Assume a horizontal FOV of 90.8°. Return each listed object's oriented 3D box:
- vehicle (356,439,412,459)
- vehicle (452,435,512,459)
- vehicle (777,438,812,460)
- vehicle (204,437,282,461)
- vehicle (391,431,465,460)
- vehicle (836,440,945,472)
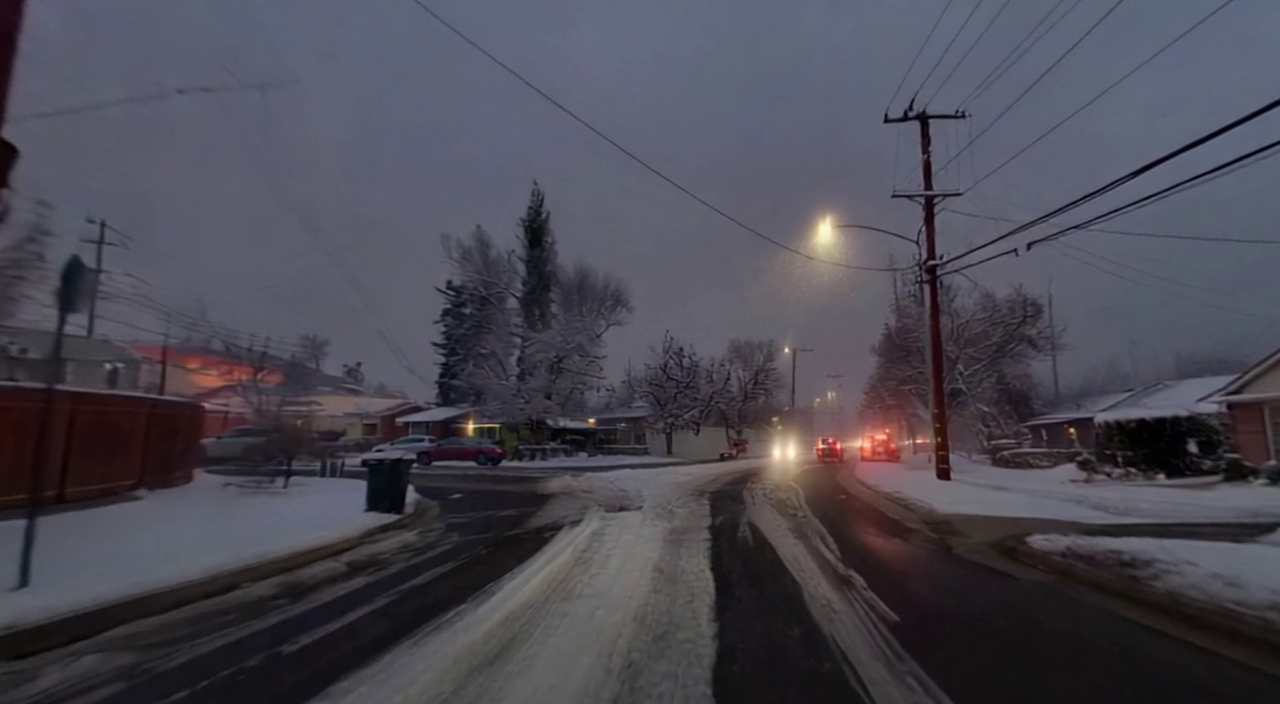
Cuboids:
[{"bbox_3d":[-19.700,7.504,48.777,1.770,1.445,3.717,-4,-9,23],"label":"vehicle"},{"bbox_3d":[-11.935,7.216,47.959,1.902,1.723,4.410,-4,-10,27],"label":"vehicle"},{"bbox_3d":[12.039,7.529,49.061,1.955,1.632,3.688,-4,-9,24],"label":"vehicle"},{"bbox_3d":[-31.011,7.589,49.552,2.035,1.791,4.993,-2,-9,15],"label":"vehicle"},{"bbox_3d":[-15.835,7.029,47.537,2.226,2.001,5.259,-4,-9,23],"label":"vehicle"},{"bbox_3d":[11.677,4.896,29.751,4.531,1.447,1.814,-3,-10,15],"label":"vehicle"}]
